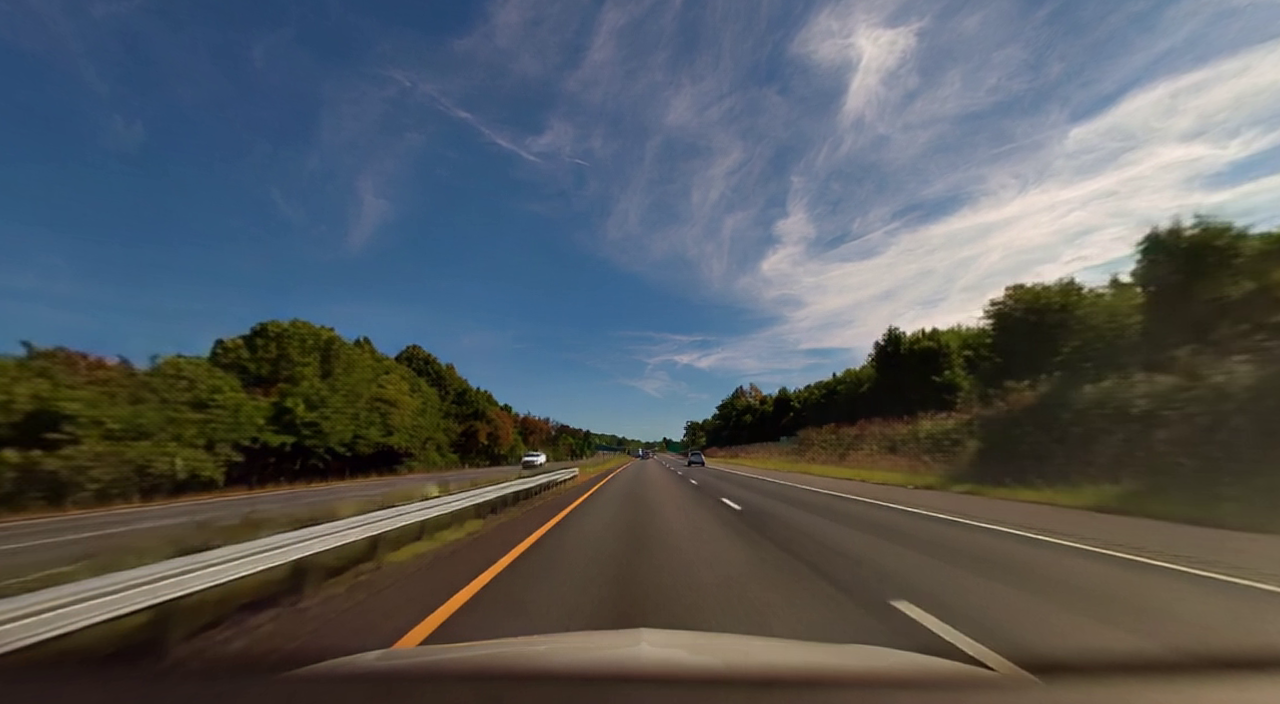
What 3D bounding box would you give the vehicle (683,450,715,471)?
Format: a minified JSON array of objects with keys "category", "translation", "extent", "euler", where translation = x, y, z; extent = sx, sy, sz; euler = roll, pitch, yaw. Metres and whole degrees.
[{"category":"vehicle","translation":[4.471,8.313,48.499],"extent":[1.984,1.481,4.376],"euler":[0,-9,0]}]
